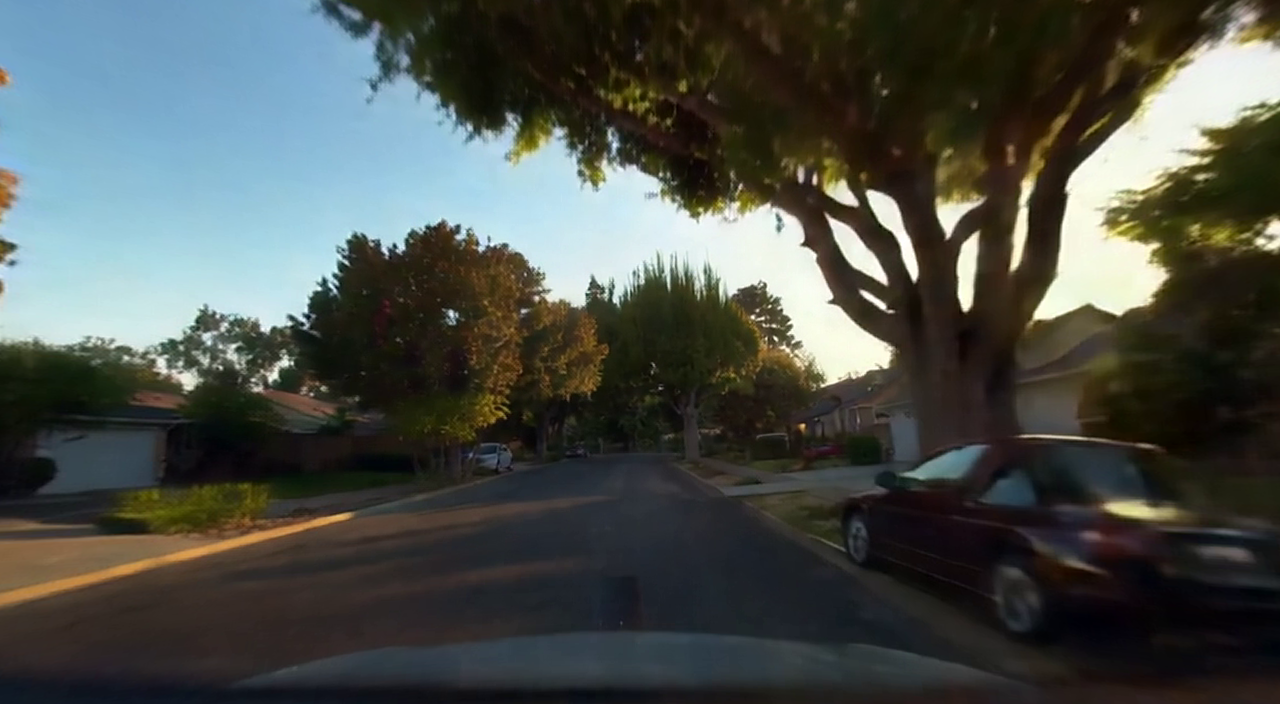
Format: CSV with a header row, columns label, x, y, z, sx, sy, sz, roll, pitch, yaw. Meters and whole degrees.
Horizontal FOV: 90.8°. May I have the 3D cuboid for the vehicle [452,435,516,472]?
label,x,y,z,sx,sy,sz,roll,pitch,yaw
vehicle,-8.631,5.730,35.481,2.352,1.843,4.979,-1,-10,0

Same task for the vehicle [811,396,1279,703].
label,x,y,z,sx,sy,sz,roll,pitch,yaw
vehicle,3.522,1.382,5.872,2.291,1.546,5.204,0,-8,-1
